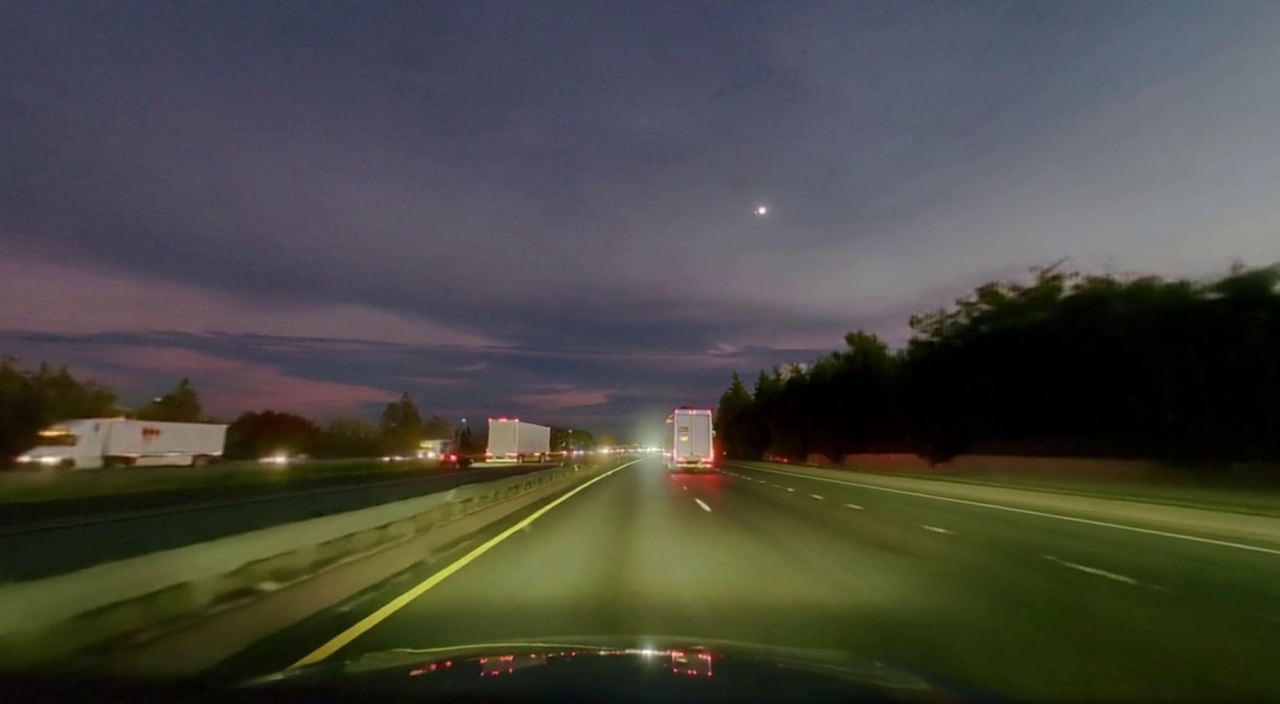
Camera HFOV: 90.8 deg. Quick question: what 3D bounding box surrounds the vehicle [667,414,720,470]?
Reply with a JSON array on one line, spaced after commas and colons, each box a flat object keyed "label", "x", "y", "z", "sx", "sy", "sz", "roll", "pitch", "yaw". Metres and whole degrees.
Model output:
[{"label": "vehicle", "x": 3.808, "y": 6.996, "z": 48.521, "sx": 2.928, "sy": 3.595, "sz": 13.975, "roll": 0, "pitch": -9, "yaw": 0}]

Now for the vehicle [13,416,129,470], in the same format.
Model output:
[{"label": "vehicle", "x": -43.743, "y": 7.078, "z": 48.844, "sx": 2.954, "sy": 3.907, "sz": 6.034, "roll": 0, "pitch": -9, "yaw": 2}]

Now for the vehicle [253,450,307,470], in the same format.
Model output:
[{"label": "vehicle", "x": -27.290, "y": 8.165, "z": 47.921, "sx": 1.745, "sy": 1.416, "sz": 3.725, "roll": -1, "pitch": -9, "yaw": 3}]
